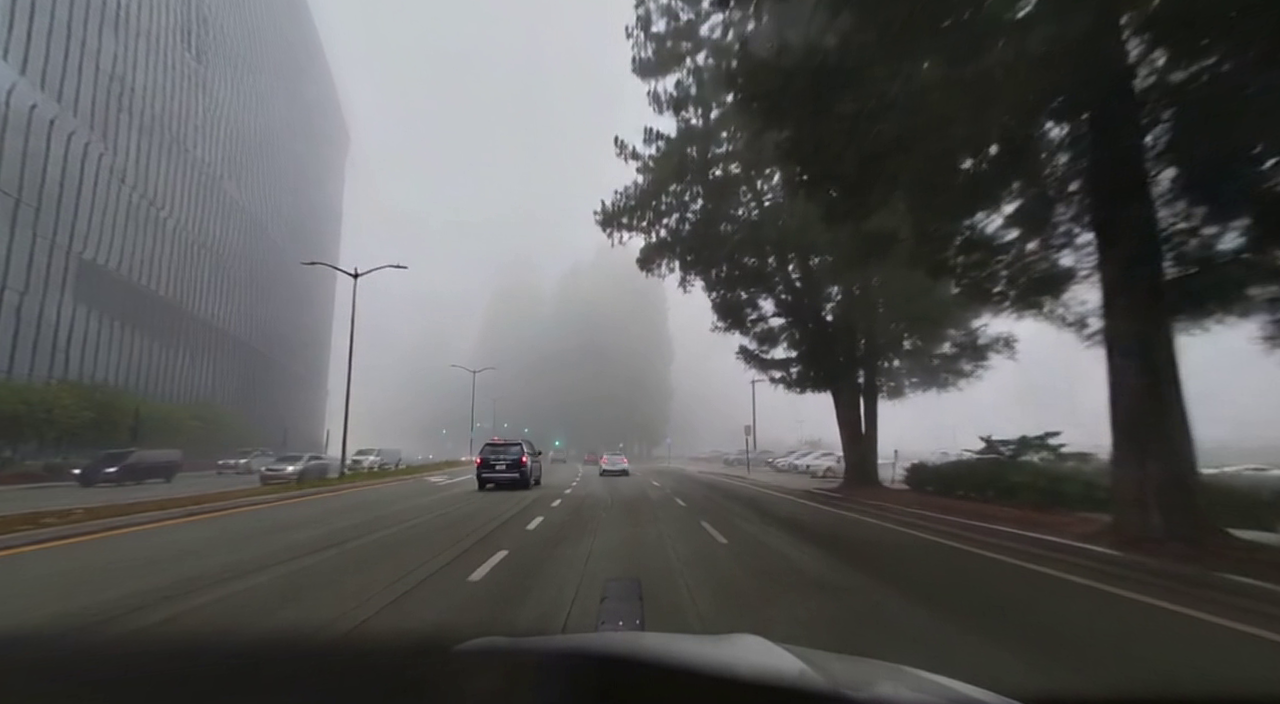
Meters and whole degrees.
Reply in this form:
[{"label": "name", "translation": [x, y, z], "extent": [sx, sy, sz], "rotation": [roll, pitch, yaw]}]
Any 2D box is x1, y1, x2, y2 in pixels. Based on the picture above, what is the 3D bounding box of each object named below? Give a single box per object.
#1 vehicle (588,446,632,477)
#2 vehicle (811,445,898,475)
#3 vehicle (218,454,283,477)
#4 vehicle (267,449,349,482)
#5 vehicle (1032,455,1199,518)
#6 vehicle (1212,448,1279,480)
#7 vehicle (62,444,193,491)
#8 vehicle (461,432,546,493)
[{"label": "vehicle", "translation": [-1.527, 5.364, 31.163], "extent": [2.050, 1.385, 4.096], "rotation": [0, -8, -4]}, {"label": "vehicle", "translation": [12.269, 6.192, 36.340], "extent": [4.264, 1.566, 1.854], "rotation": [-2, -9, 1]}, {"label": "vehicle", "translation": [-26.688, 7.781, 43.473], "extent": [1.840, 1.430, 4.736], "rotation": [0, -8, -5]}, {"label": "vehicle", "translation": [-15.758, 5.385, 30.287], "extent": [1.818, 1.379, 4.350], "rotation": [0, -8, -4]}, {"label": "vehicle", "translation": [14.892, 4.187, 20.162], "extent": [1.893, 1.646, 4.288], "rotation": [-1, -8, 0]}, {"label": "vehicle", "translation": [32.870, 5.833, 33.036], "extent": [1.864, 1.461, 4.266], "rotation": [-1, -7, -1]}, {"label": "vehicle", "translation": [-22.892, 5.139, 28.560], "extent": [2.111, 1.874, 4.888], "rotation": [0, -8, -5]}, {"label": "vehicle", "translation": [-4.413, 3.635, 21.179], "extent": [2.001, 1.784, 4.483], "rotation": [0, -8, -2]}]
